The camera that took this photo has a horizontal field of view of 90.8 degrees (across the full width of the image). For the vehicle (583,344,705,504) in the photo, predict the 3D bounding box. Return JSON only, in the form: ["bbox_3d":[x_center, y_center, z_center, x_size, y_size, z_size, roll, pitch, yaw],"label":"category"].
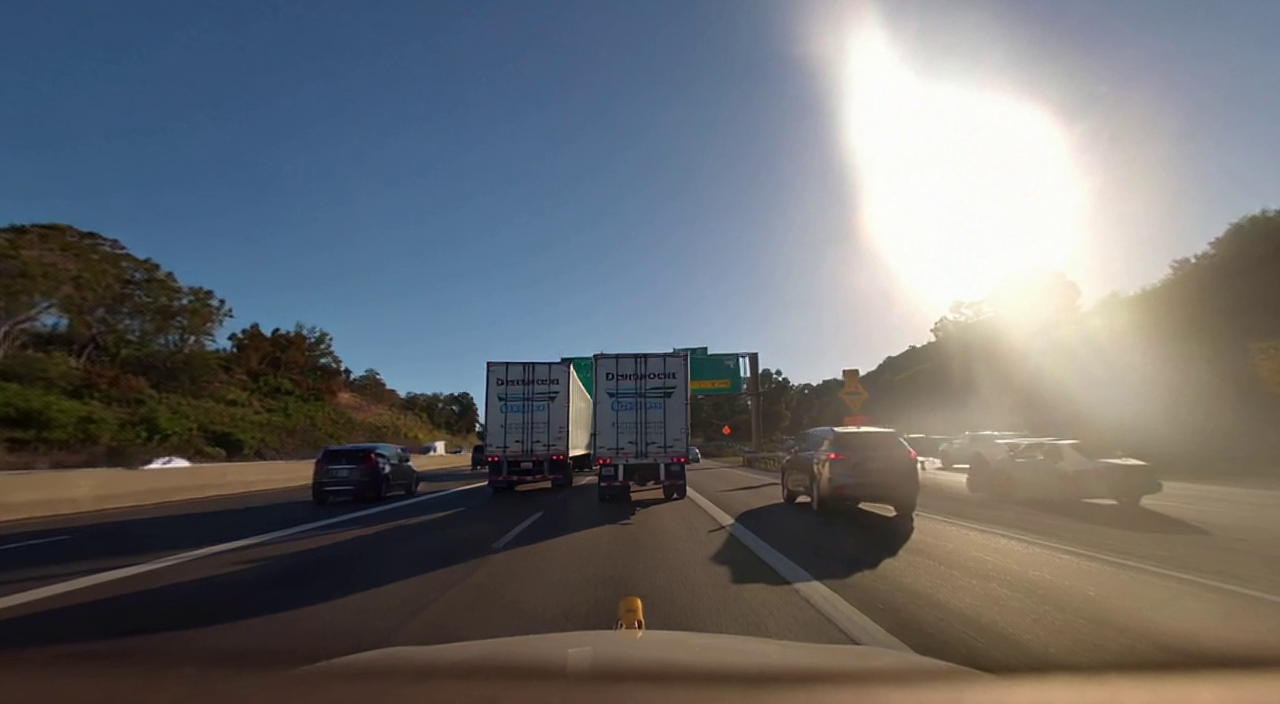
[{"bbox_3d":[0.039,2.436,20.135,2.910,3.828,9.805,0,-9,-1],"label":"vehicle"}]

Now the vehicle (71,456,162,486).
[{"bbox_3d":[-28.055,6.352,33.986,1.708,1.448,3.699,0,-9,-1],"label":"vehicle"}]

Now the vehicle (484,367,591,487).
[{"bbox_3d":[-3.936,3.392,27.331,2.888,4.154,10.960,0,-9,-1],"label":"vehicle"}]

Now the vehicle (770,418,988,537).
[{"bbox_3d":[4.051,2.222,11.803,2.136,1.753,4.644,0,-9,-2],"label":"vehicle"}]

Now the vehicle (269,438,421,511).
[{"bbox_3d":[-7.712,3.208,17.111,2.017,1.694,4.420,0,-9,-1],"label":"vehicle"}]
